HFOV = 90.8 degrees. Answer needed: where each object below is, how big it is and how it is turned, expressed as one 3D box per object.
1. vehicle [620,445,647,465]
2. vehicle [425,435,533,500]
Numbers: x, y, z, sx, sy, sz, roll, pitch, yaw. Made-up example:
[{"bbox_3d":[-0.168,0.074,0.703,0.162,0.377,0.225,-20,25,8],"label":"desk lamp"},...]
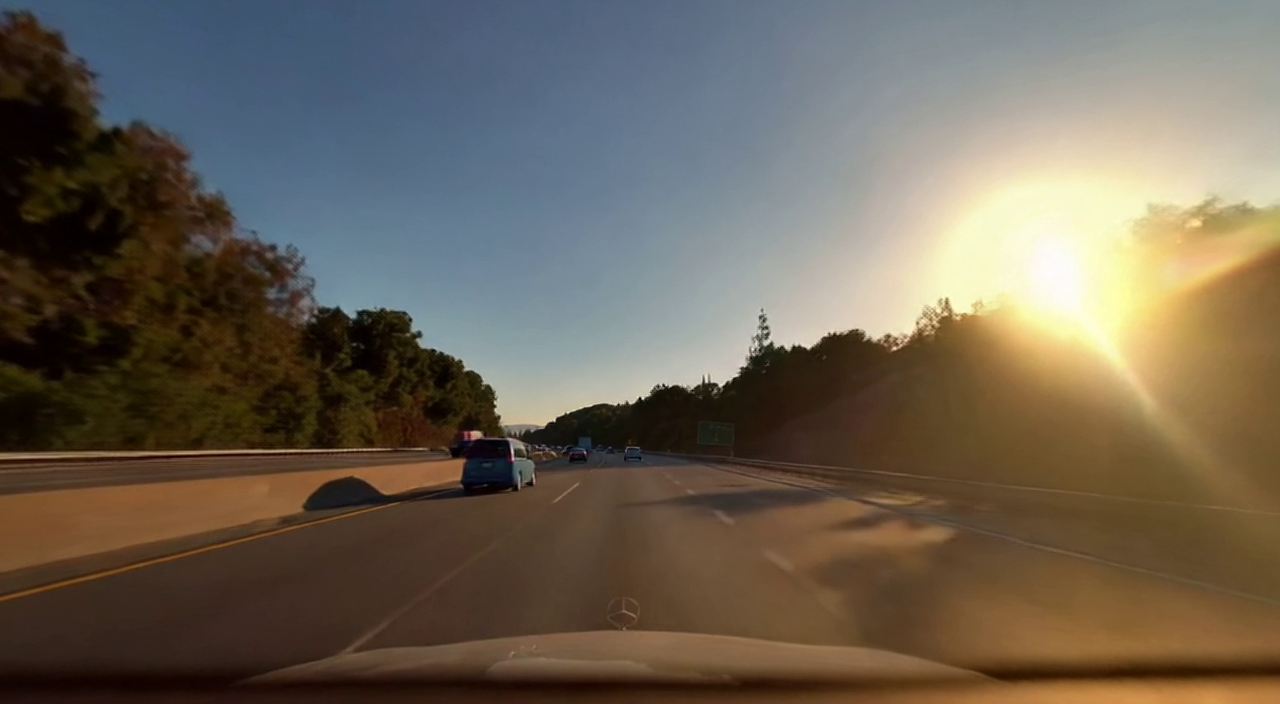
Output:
[{"bbox_3d":[-0.549,8.090,49.584,2.008,1.499,3.192,0,-9,-3],"label":"vehicle"},{"bbox_3d":[-4.537,3.305,18.480,2.088,1.675,4.108,0,-9,-1],"label":"vehicle"}]
